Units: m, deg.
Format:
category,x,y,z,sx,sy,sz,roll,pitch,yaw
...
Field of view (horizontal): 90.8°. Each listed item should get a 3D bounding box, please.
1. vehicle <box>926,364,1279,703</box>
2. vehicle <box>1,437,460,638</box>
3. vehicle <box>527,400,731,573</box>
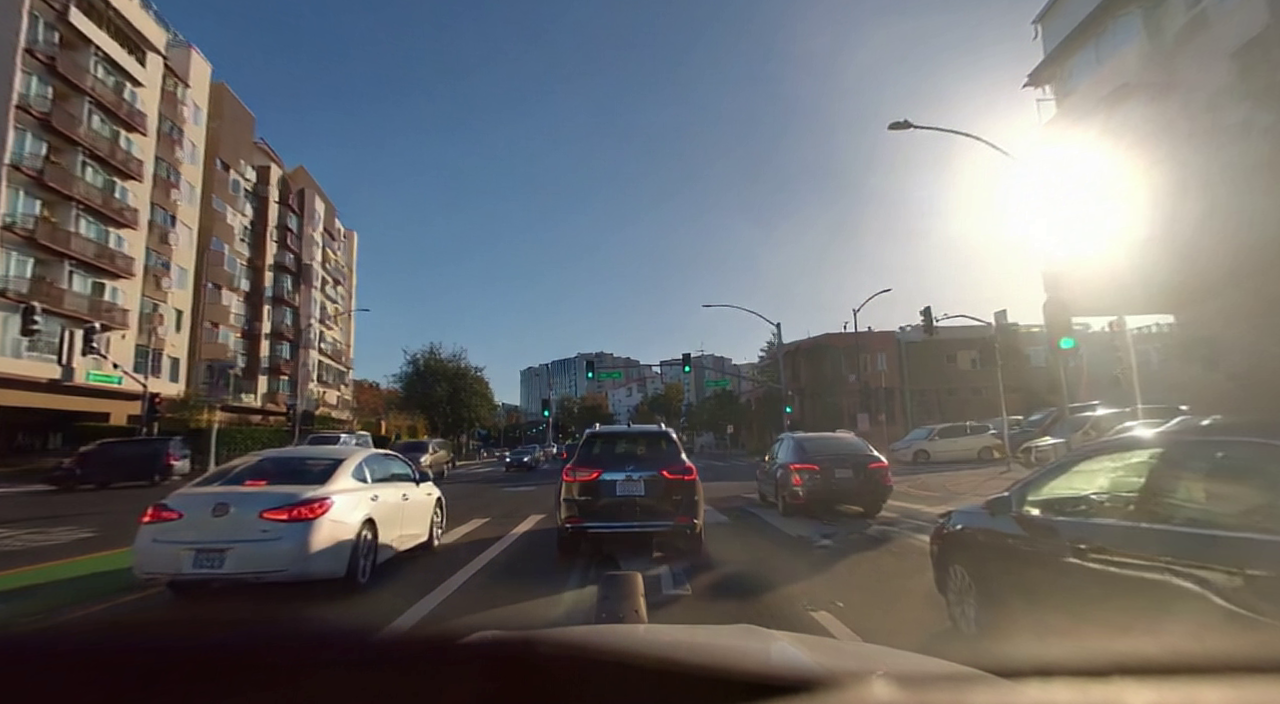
category,x,y,z,sx,sy,sz,roll,pitch,yaw
vehicle,3.179,0.924,2.700,1.906,1.608,4.137,0,-8,-1
vehicle,-3.769,1.749,7.185,2.055,1.488,4.733,0,-8,0
vehicle,-0.139,1.855,9.620,2.206,1.858,5.332,0,-8,0
